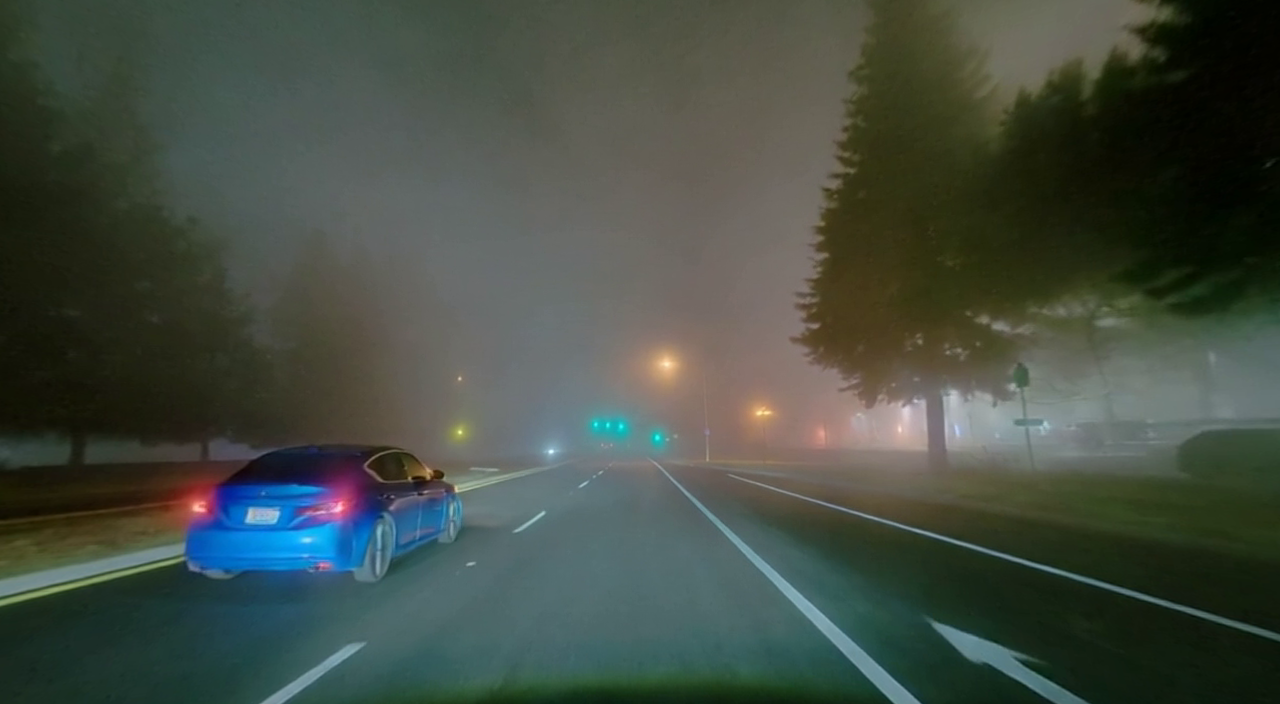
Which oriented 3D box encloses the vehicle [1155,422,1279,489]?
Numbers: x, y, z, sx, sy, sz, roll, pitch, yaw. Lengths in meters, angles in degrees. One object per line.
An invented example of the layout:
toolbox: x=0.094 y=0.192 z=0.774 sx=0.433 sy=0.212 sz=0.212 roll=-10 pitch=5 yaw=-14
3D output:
vehicle: x=15.228 y=2.421 z=14.987 sx=4.401 sy=1.465 sz=1.935 roll=0 pitch=-8 yaw=-4

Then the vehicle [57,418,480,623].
vehicle: x=-3.239 y=1.537 z=6.710 sx=1.964 sy=1.472 sz=4.078 roll=0 pitch=-9 yaw=0

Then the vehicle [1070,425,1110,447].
vehicle: x=31.344 y=5.846 z=44.064 sx=1.690 sy=1.378 sz=3.826 roll=-6 pitch=-9 yaw=27
